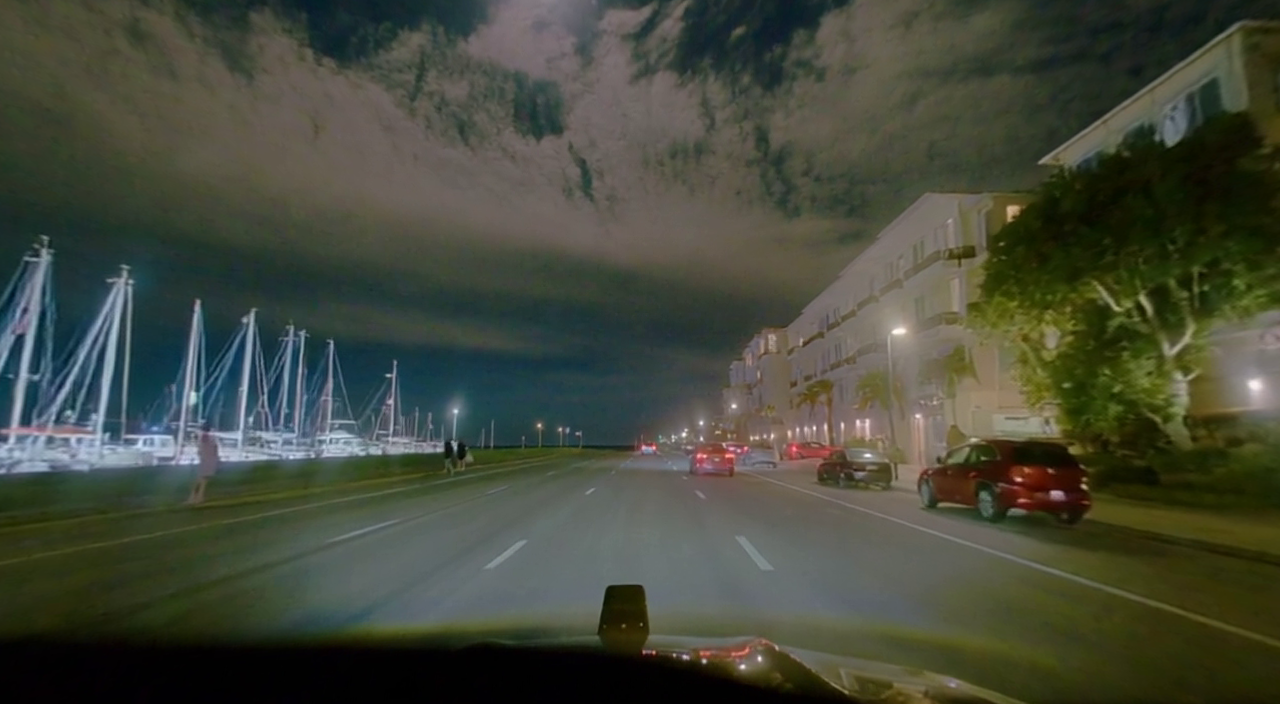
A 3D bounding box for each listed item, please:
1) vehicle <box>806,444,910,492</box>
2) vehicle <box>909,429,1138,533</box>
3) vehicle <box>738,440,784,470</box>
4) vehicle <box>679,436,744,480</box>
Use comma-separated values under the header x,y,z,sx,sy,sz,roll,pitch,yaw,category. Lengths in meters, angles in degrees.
x,y,z,sx,sy,sz,roll,pitch,yaw,category
7.571,4.068,22.446,2.112,1.514,4.371,0,-9,0,vehicle
7.442,2.525,12.948,1.901,1.726,4.517,0,-9,1,vehicle
7.600,6.532,40.107,2.029,1.750,4.825,0,-9,1,vehicle
2.809,4.284,25.653,2.047,1.640,4.051,0,-9,-1,vehicle
